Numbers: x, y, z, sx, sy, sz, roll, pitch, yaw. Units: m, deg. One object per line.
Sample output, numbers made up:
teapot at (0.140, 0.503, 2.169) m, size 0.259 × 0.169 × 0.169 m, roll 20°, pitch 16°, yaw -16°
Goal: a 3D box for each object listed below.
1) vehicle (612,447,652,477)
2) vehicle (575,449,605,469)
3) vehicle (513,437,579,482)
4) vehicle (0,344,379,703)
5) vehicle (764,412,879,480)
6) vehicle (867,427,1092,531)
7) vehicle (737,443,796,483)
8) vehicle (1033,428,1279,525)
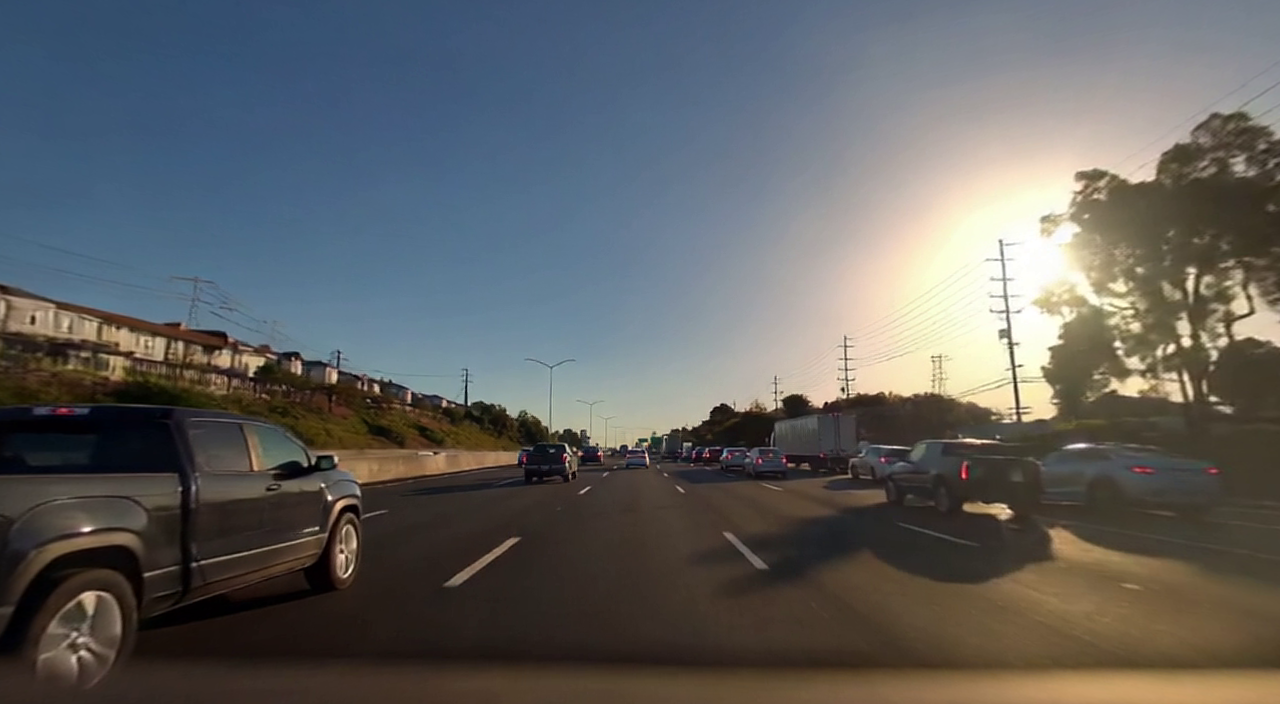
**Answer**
vehicle at (-0.420, 5.941, 34.422) m, size 2.060 × 1.508 × 4.308 m, roll 0°, pitch -9°, yaw 0°
vehicle at (-3.902, 8.437, 49.794) m, size 1.984 × 1.406 × 4.030 m, roll 0°, pitch -9°, yaw 1°
vehicle at (-4.047, 4.725, 28.006) m, size 2.147 × 1.825 × 4.602 m, roll 0°, pitch -9°, yaw 1°
vehicle at (-3.453, 0.982, 3.397) m, size 2.127 × 1.705 × 4.374 m, roll 0°, pitch -9°, yaw 1°
vehicle at (10.408, 5.670, 38.014) m, size 3.442 × 3.405 × 11.948 m, roll 0°, pitch -9°, yaw 0°
vehicle at (6.312, 2.392, 12.425) m, size 2.058 × 1.667 × 4.209 m, roll 0°, pitch -9°, yaw 0°
vehicle at (5.470, 4.832, 27.717) m, size 1.956 × 1.576 × 4.211 m, roll 0°, pitch -9°, yaw 3°
vehicle at (10.884, 2.584, 13.620) m, size 1.975 × 1.720 × 4.285 m, roll 0°, pitch -9°, yaw 0°
